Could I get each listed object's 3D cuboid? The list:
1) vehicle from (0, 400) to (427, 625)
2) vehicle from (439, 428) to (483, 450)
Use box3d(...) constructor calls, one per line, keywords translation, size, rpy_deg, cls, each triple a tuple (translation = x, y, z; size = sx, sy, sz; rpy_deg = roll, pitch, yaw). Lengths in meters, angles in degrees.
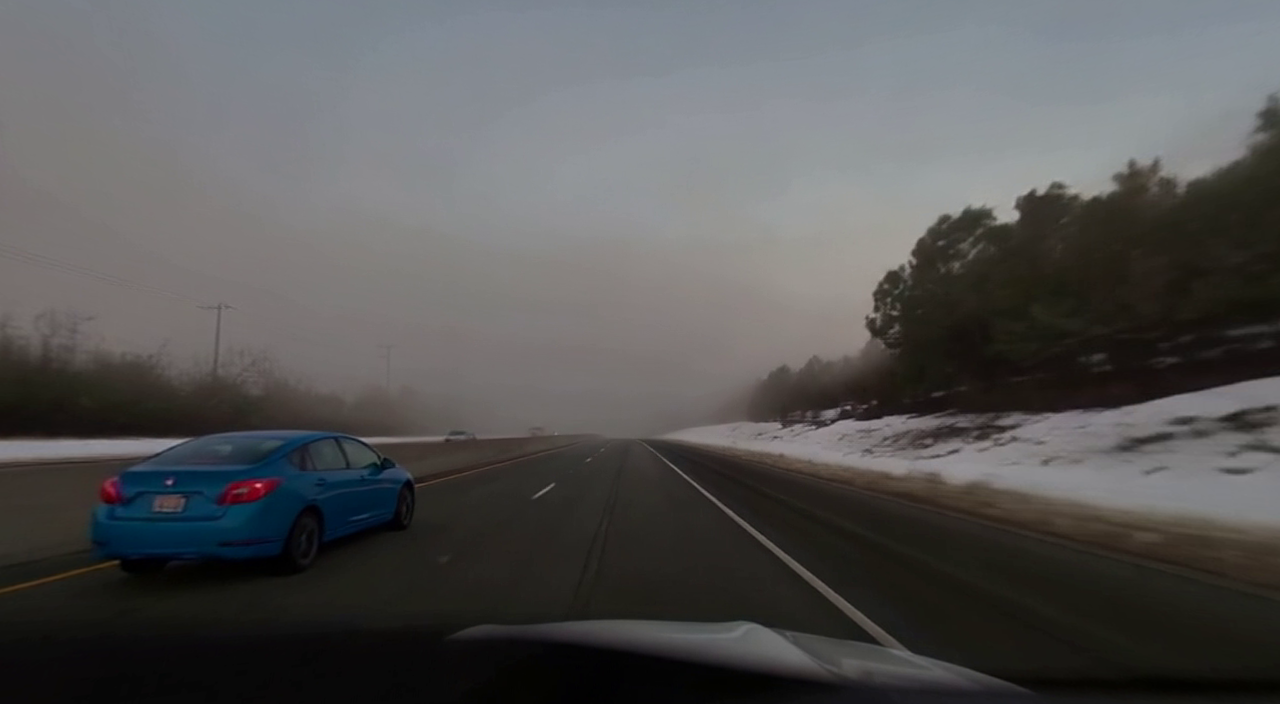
box3d(translation=(-3.841, 1.372, 6.366), size=(1.999, 1.536, 3.969), rpy_deg=(0, -8, 0), cls="vehicle")
box3d(translation=(-12.807, 6.269, 45.258), size=(1.904, 1.494, 4.227), rpy_deg=(0, -8, 0), cls="vehicle")
